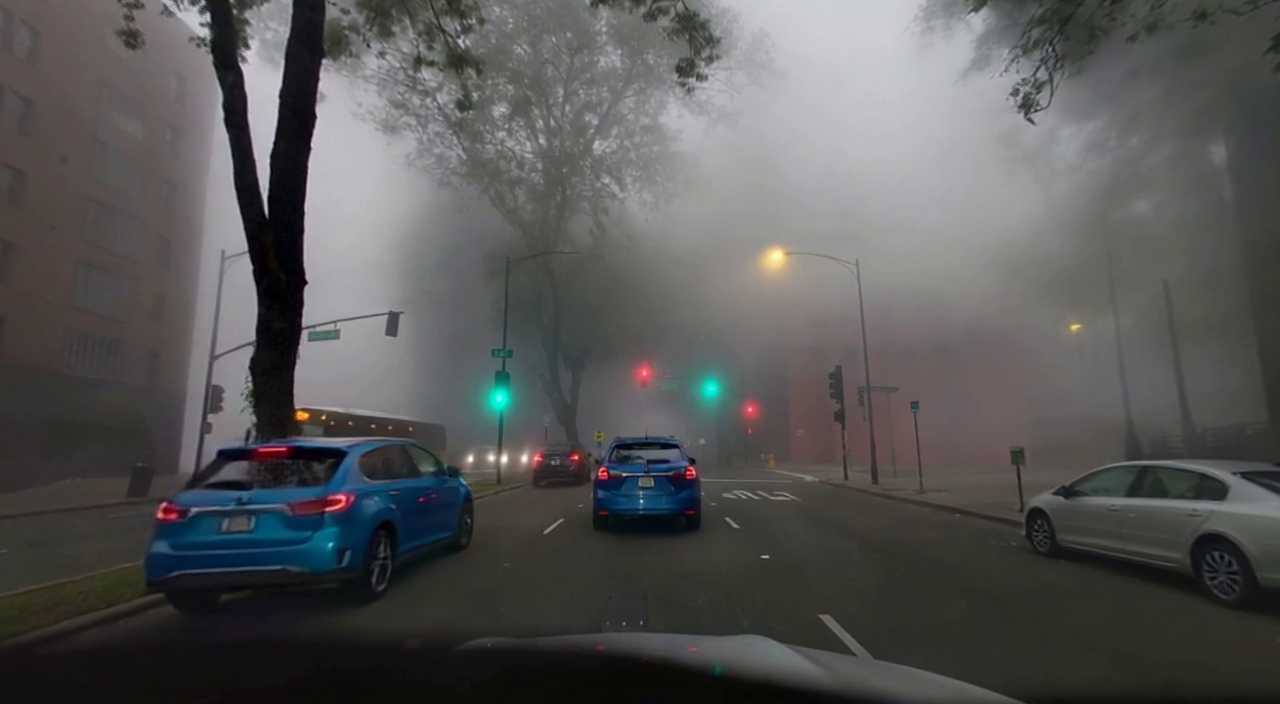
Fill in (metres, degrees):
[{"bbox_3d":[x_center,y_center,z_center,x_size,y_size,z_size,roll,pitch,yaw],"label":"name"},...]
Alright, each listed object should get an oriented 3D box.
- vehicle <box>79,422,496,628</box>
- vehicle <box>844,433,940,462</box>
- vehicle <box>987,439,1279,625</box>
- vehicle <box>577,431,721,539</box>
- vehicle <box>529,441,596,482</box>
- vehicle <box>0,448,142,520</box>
[{"bbox_3d":[-3.109,1.615,6.953,1.970,1.492,4.534,0,-9,0],"label":"vehicle"},{"bbox_3d":[16.466,6.284,41.427,5.345,1.811,2.175,0,-9,-1],"label":"vehicle"},{"bbox_3d":[5.997,1.697,6.820,1.873,1.453,4.579,0,-9,0],"label":"vehicle"},{"bbox_3d":[0.095,2.138,10.670,2.022,1.481,3.564,0,-9,-1],"label":"vehicle"},{"bbox_3d":[-3.007,4.359,25.455,2.131,1.486,4.089,0,-9,1],"label":"vehicle"},{"bbox_3d":[-16.225,3.459,16.953,1.914,1.690,4.461,0,-9,1],"label":"vehicle"}]
